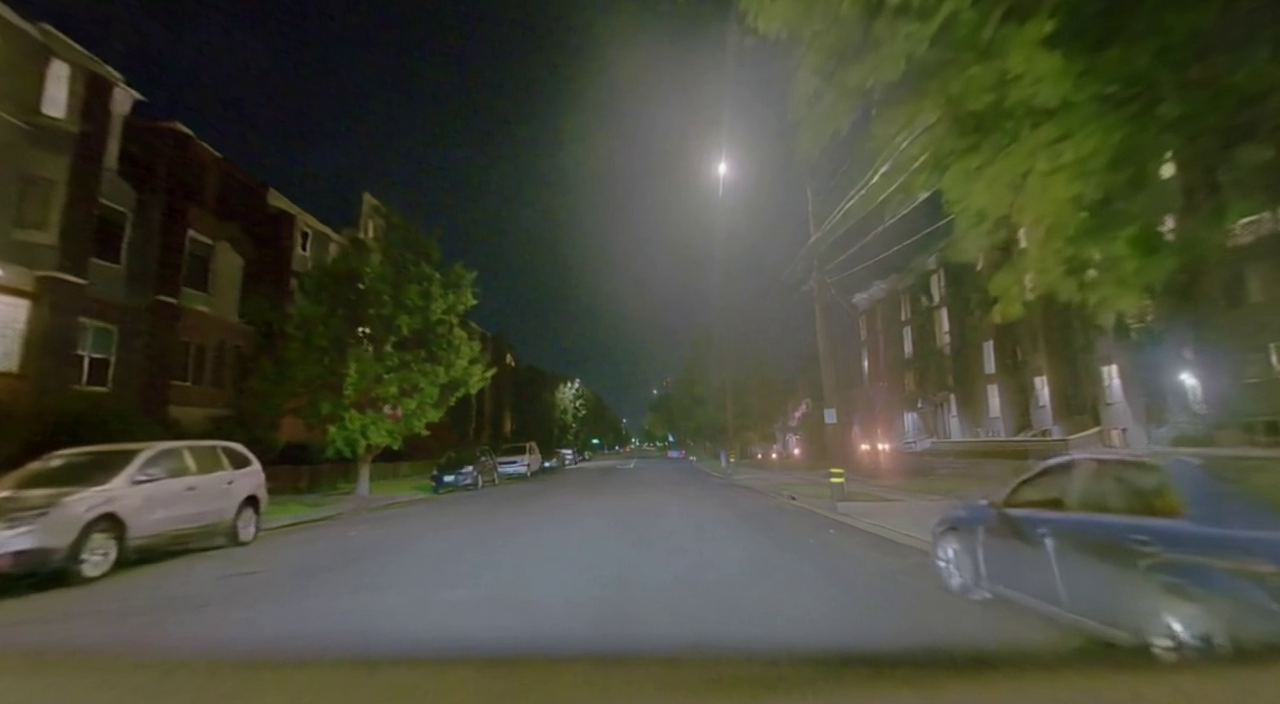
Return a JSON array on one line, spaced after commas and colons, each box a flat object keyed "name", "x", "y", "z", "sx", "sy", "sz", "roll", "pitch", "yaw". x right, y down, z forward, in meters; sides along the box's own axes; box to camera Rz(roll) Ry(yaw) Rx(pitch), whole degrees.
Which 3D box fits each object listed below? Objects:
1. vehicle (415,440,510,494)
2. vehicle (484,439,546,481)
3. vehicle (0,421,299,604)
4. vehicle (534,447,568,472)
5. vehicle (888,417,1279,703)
[{"name": "vehicle", "x": -6.575, "y": 4.297, "z": 24.113, "sx": 2.120, "sy": 1.799, "sz": 5.370, "roll": -1, "pitch": -8, "yaw": 0}, {"name": "vehicle", "x": -6.491, "y": 5.624, "z": 33.414, "sx": 2.144, "sy": 1.955, "sz": 6.159, "roll": 0, "pitch": -7, "yaw": -1}, {"name": "vehicle", "x": -6.657, "y": 1.871, "z": 8.222, "sx": 2.027, "sy": 1.695, "sz": 4.437, "roll": -3, "pitch": -8, "yaw": -1}, {"name": "vehicle", "x": -6.679, "y": 8.152, "z": 47.911, "sx": 1.852, "sy": 1.510, "sz": 4.812, "roll": -4, "pitch": -7, "yaw": -1}, {"name": "vehicle", "x": 3.494, "y": 1.232, "z": 4.076, "sx": 1.909, "sy": 1.462, "sz": 4.740, "roll": 0, "pitch": -8, "yaw": 1}]
